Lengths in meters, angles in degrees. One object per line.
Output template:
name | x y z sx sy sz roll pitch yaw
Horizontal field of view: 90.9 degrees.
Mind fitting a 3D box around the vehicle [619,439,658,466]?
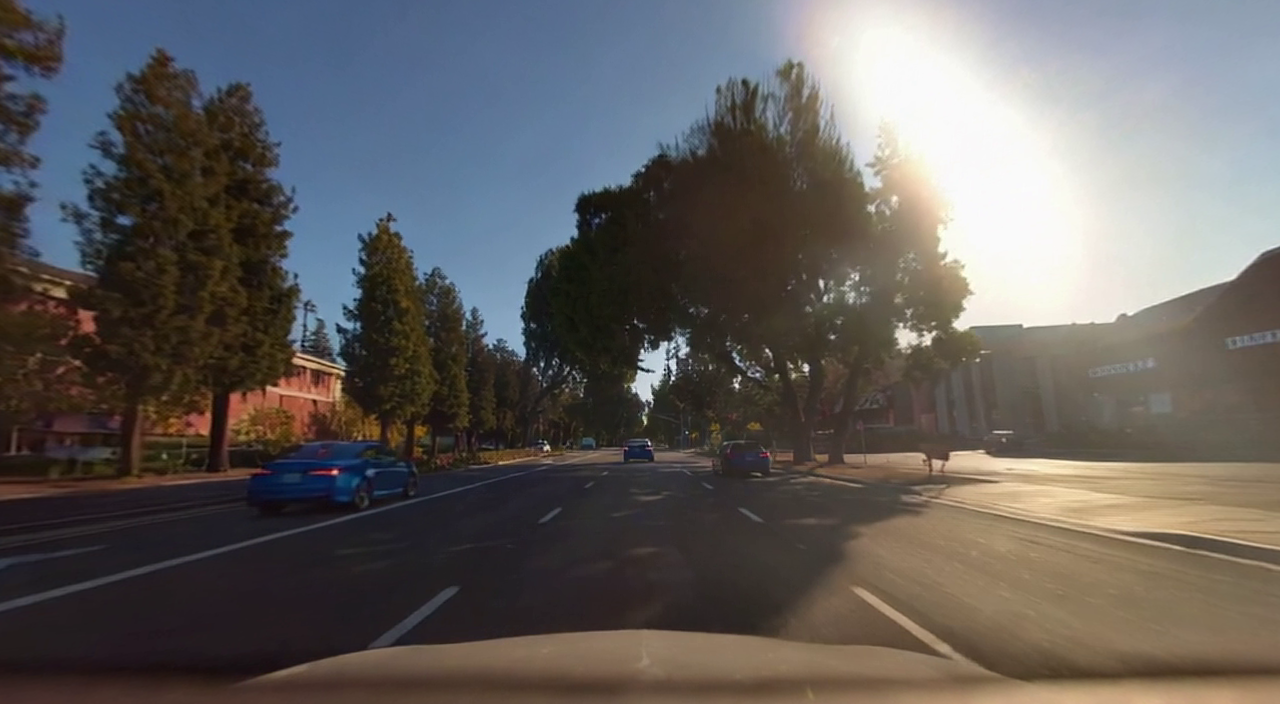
vehicle | -0.036 6.061 38.193 2.001 1.504 4.212 -1 -8 5

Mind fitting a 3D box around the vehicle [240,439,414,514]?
vehicle | -6.888 2.748 14.428 1.993 1.444 3.965 0 -8 -1

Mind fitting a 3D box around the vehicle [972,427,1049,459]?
vehicle | 26.052 6.454 44.589 2.244 2.120 5.471 -1 -8 1

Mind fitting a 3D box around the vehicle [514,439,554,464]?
vehicle | -7.397 6.853 43.516 2.127 1.562 4.402 2 -9 -17

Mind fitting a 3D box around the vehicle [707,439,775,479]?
vehicle | 4.017 4.321 25.761 1.977 1.474 4.399 0 -8 -1
